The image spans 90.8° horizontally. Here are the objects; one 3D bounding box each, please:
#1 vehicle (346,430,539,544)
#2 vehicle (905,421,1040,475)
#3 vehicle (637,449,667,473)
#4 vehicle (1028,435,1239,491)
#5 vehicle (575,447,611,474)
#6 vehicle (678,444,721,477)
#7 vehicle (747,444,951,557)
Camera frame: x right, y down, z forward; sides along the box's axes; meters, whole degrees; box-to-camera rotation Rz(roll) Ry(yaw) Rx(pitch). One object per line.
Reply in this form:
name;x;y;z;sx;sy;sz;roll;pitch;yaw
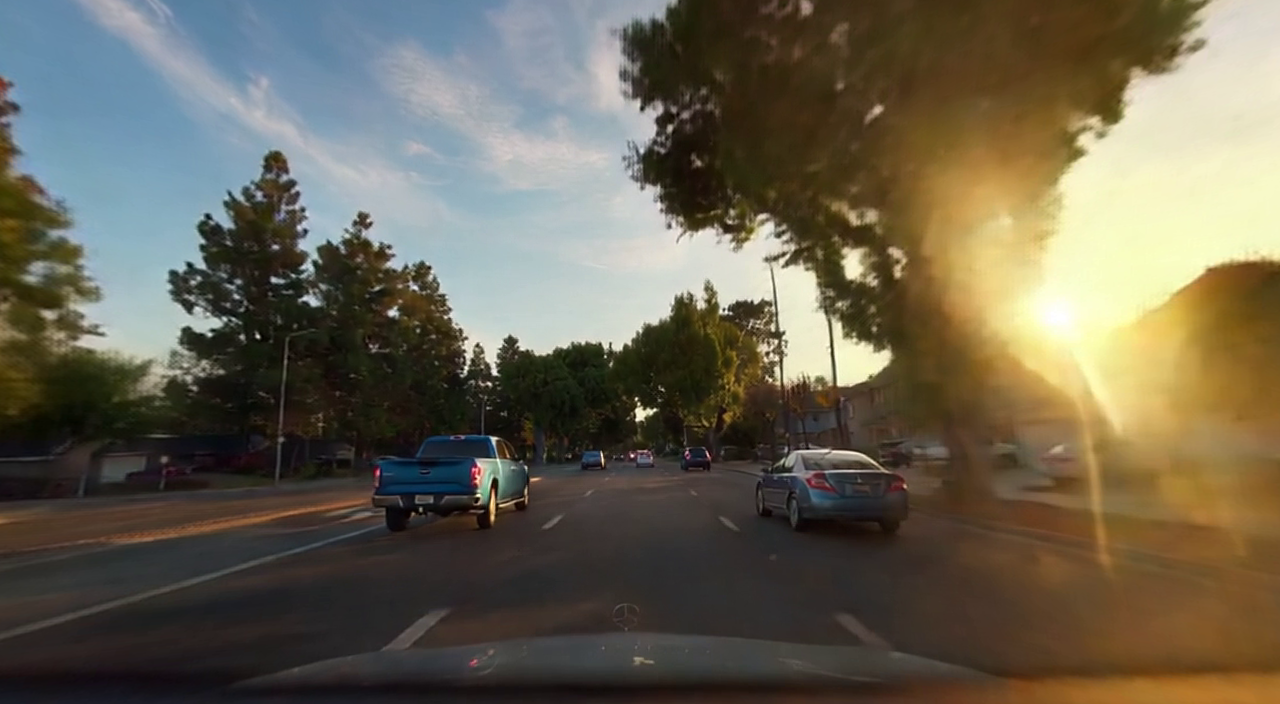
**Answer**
vehicle;-3.518;2.509;12.568;2.111;1.745;5.274;0;-9;0
vehicle;15.167;4.406;29.041;4.801;2.233;2.222;-2;-9;-1
vehicle;0.876;8.008;46.636;1.997;1.636;3.760;0;-9;-2
vehicle;13.853;3.140;17.960;4.300;1.487;1.877;-1;-9;3
vehicle;-3.229;7.570;44.355;2.218;1.829;4.492;0;-9;0
vehicle;3.572;6.621;38.760;2.099;1.845;4.363;0;-9;-2
vehicle;3.138;2.286;10.524;1.884;1.463;4.195;0;-9;-1
